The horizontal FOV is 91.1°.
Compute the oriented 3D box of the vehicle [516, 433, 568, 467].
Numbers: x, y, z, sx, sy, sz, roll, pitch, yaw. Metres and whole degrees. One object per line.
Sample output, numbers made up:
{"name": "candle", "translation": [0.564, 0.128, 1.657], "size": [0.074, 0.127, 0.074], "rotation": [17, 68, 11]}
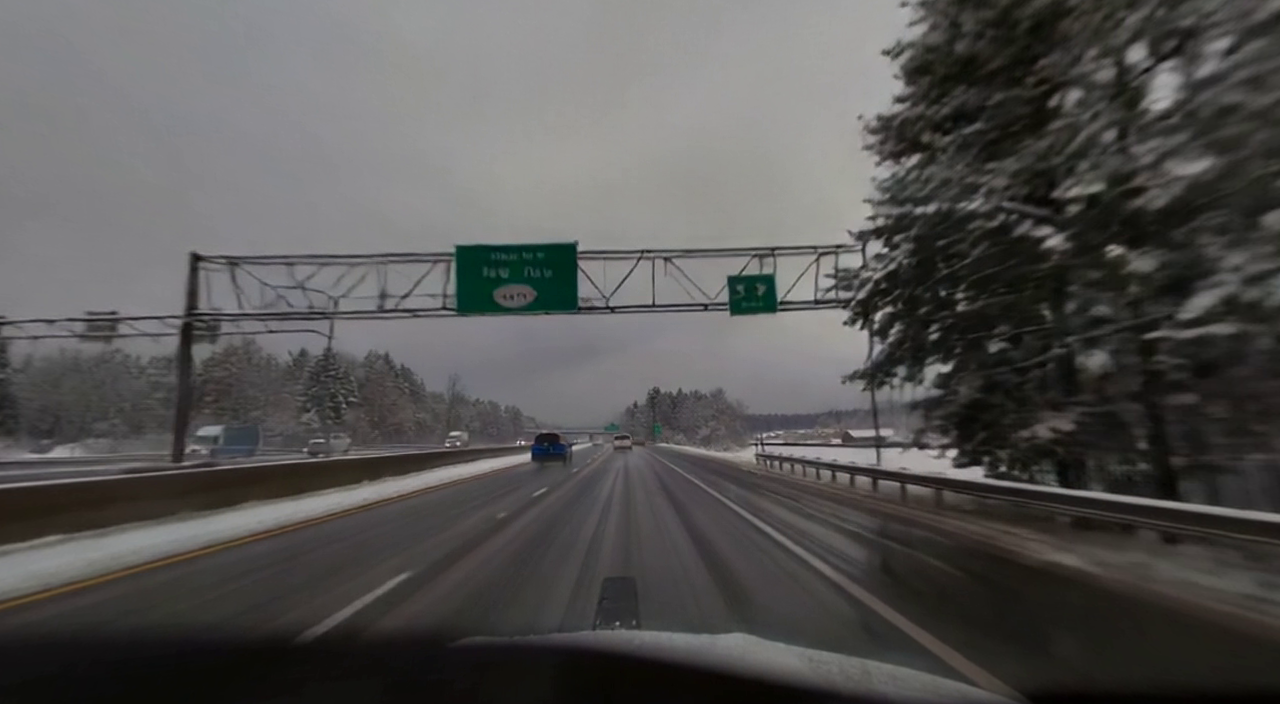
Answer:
{"name": "vehicle", "translation": [-5.009, 5.026, 32.621], "size": [2.062, 1.622, 4.153], "rotation": [0, -8, -1]}

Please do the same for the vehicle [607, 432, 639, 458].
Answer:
{"name": "vehicle", "translation": [-1.214, 6.840, 46.415], "size": [2.213, 1.774, 4.563], "rotation": [0, -8, -1]}
